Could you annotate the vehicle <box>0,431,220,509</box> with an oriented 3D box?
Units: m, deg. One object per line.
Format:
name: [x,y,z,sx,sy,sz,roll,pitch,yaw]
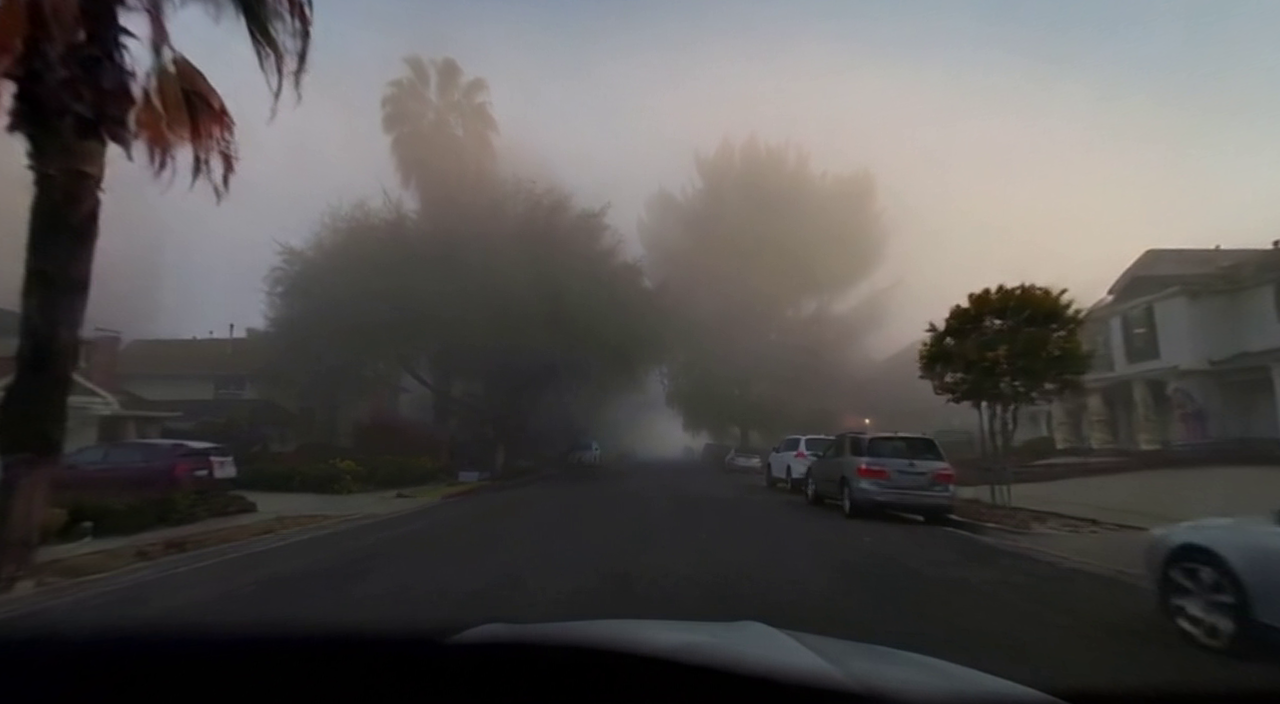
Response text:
vehicle: [-12.791,2.724,14.827,4.448,1.679,1.972,0,-9,2]

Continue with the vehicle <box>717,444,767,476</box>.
vehicle: [5.425,5.778,34.097,2.056,1.464,4.493,2,-9,2]

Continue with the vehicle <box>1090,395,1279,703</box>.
vehicle: [4.410,0.938,2.280,1.971,1.663,5.076,2,-9,2]

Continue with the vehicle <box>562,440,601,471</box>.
vehicle: [-3.894,7.007,42.943,2.149,1.877,5.082,-2,-9,-1]

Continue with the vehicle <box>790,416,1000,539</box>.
vehicle: [4.557,2.329,12.390,2.166,1.766,5.186,2,-9,3]
